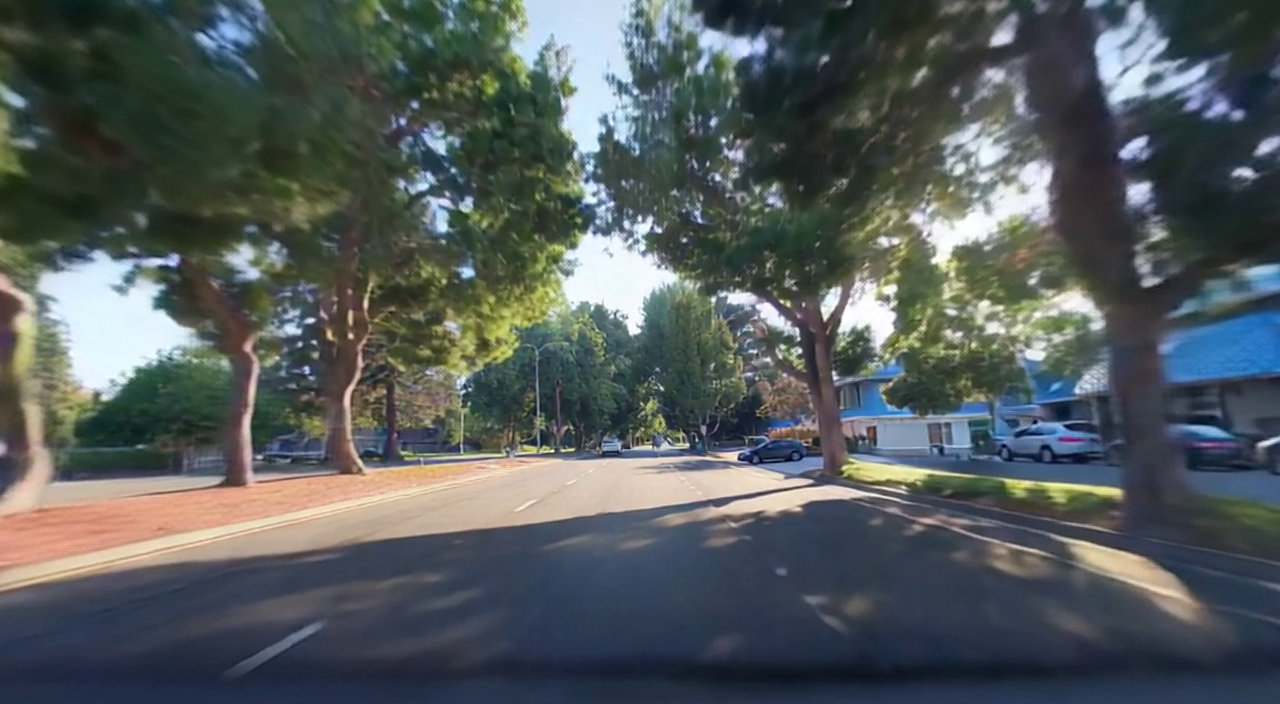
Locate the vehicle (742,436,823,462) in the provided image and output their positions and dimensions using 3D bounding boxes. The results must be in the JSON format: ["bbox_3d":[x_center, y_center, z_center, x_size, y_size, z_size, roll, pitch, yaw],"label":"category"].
[{"bbox_3d":[8.556,5.897,38.258,4.575,1.514,1.932,-1,-8,7],"label":"vehicle"}]

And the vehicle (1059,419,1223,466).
[{"bbox_3d":[17.037,3.144,21.823,1.825,1.458,4.689,0,-8,0],"label":"vehicle"}]

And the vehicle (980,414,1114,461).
[{"bbox_3d":[17.494,3.744,27.575,2.094,1.813,5.789,-1,-8,2],"label":"vehicle"}]
